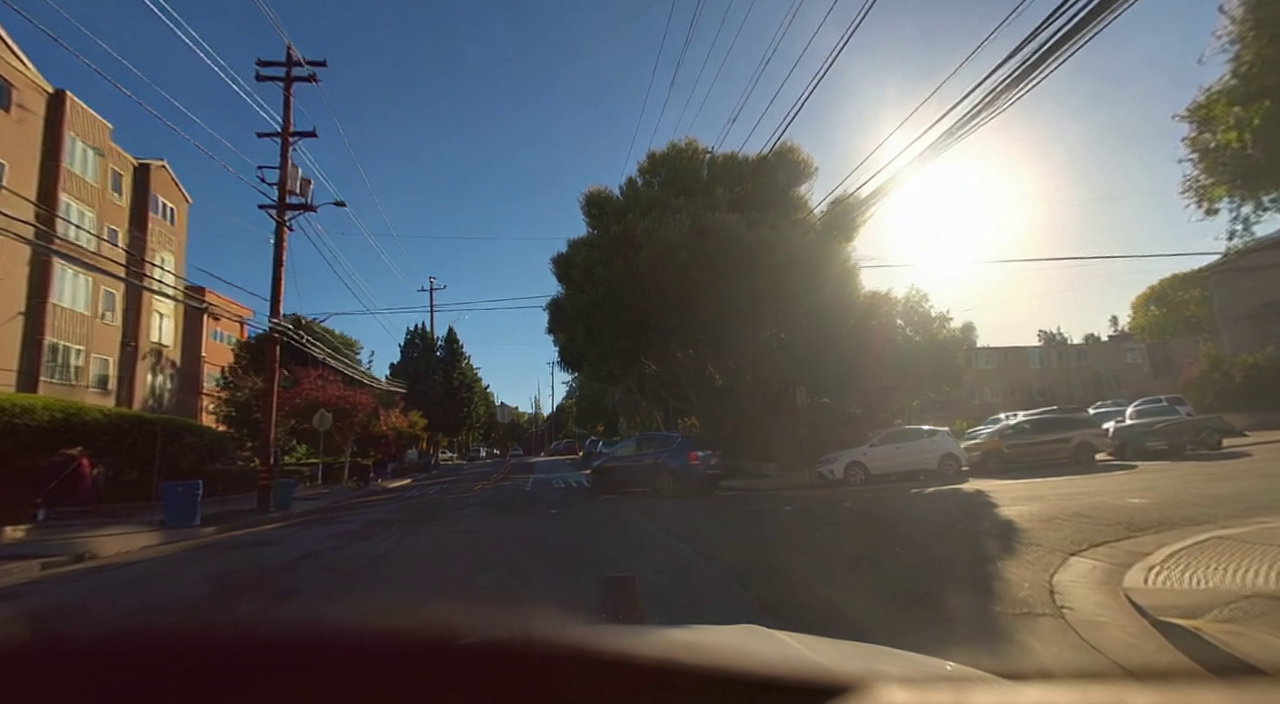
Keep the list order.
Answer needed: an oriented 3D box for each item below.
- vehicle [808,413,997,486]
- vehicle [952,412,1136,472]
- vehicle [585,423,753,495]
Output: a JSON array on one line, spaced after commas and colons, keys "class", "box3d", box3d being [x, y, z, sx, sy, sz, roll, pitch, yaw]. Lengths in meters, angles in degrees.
[{"class": "vehicle", "box3d": [7.903, 2.963, 19.220, 4.877, 1.755, 1.918, -2, -10, -11]}, {"class": "vehicle", "box3d": [12.934, 2.902, 20.353, 4.830, 1.490, 1.878, -2, -11, -12]}, {"class": "vehicle", "box3d": [0.729, 3.156, 18.923, 2.155, 1.872, 4.790, 8, -12, -44]}]
